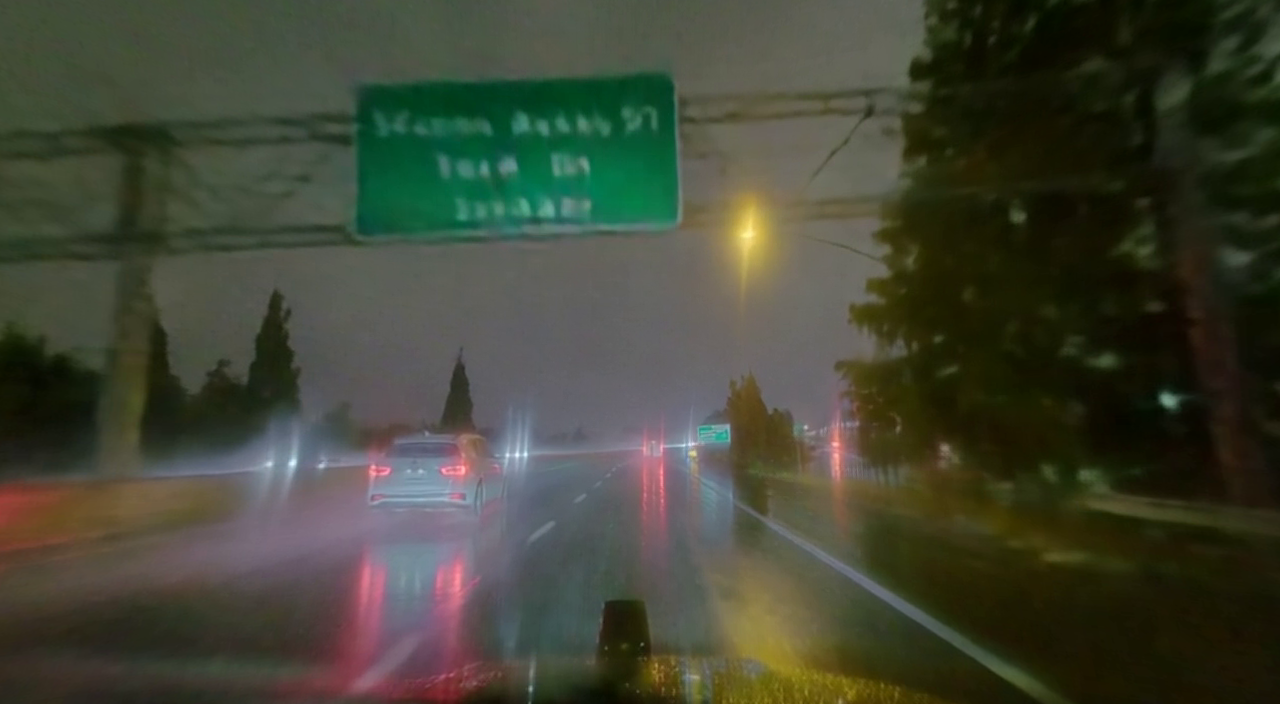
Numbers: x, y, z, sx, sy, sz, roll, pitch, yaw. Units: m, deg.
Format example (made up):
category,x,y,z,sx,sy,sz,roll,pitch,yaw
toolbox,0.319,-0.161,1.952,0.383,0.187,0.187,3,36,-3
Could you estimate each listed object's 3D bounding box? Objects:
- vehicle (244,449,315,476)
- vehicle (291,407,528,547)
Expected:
category,x,y,z,sx,sy,sz,roll,pitch,yaw
vehicle,-23.452,7.183,41.254,1.860,1.621,4.820,-1,-8,0
vehicle,-3.628,2.113,11.457,2.143,1.851,5.817,0,-8,0
